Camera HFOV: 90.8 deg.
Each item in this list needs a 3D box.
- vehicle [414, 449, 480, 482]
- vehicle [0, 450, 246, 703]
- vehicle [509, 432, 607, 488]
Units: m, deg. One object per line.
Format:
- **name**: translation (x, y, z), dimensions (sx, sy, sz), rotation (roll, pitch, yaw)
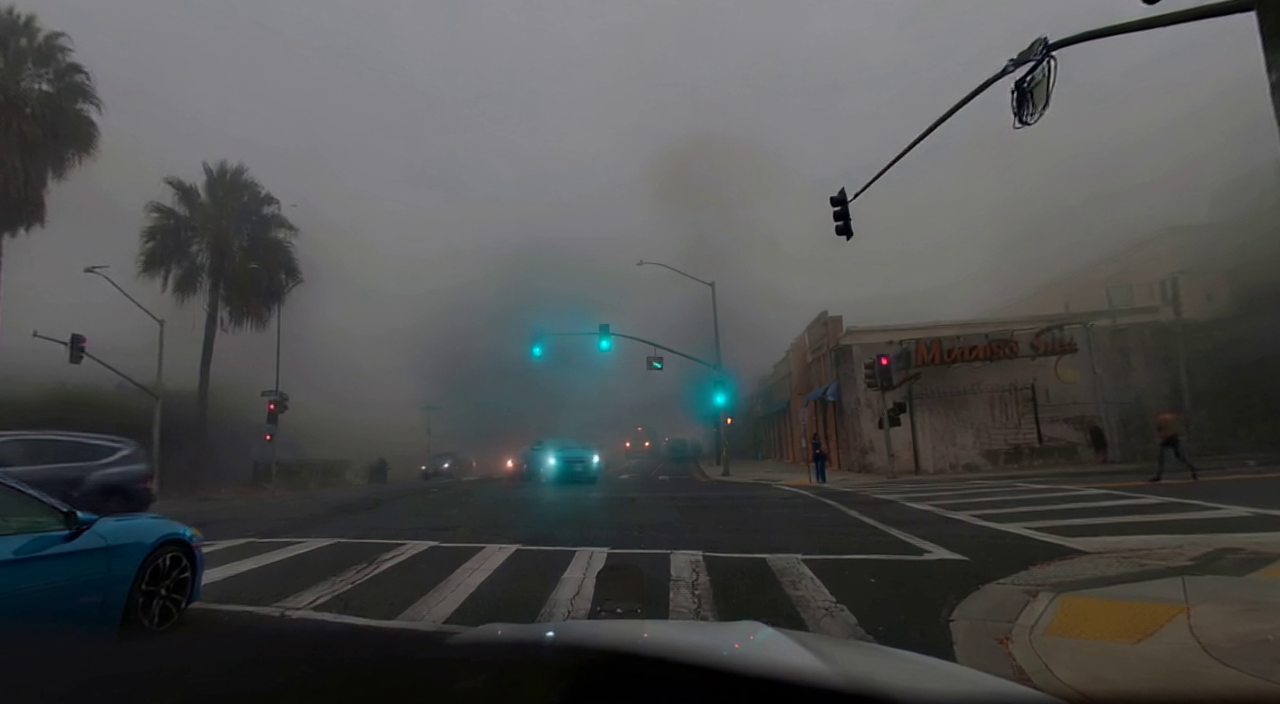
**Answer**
- **vehicle**: translation (-11.688, 6.861, 38.521), dimensions (1.870, 1.705, 4.426), rotation (-7, -10, 11)
- **vehicle**: translation (-3.704, 1.023, 2.243), dimensions (1.850, 1.325, 4.295), rotation (0, -9, 0)
- **vehicle**: translation (-3.014, 3.753, 22.248), dimensions (2.092, 1.709, 4.775), rotation (4, -9, -24)
